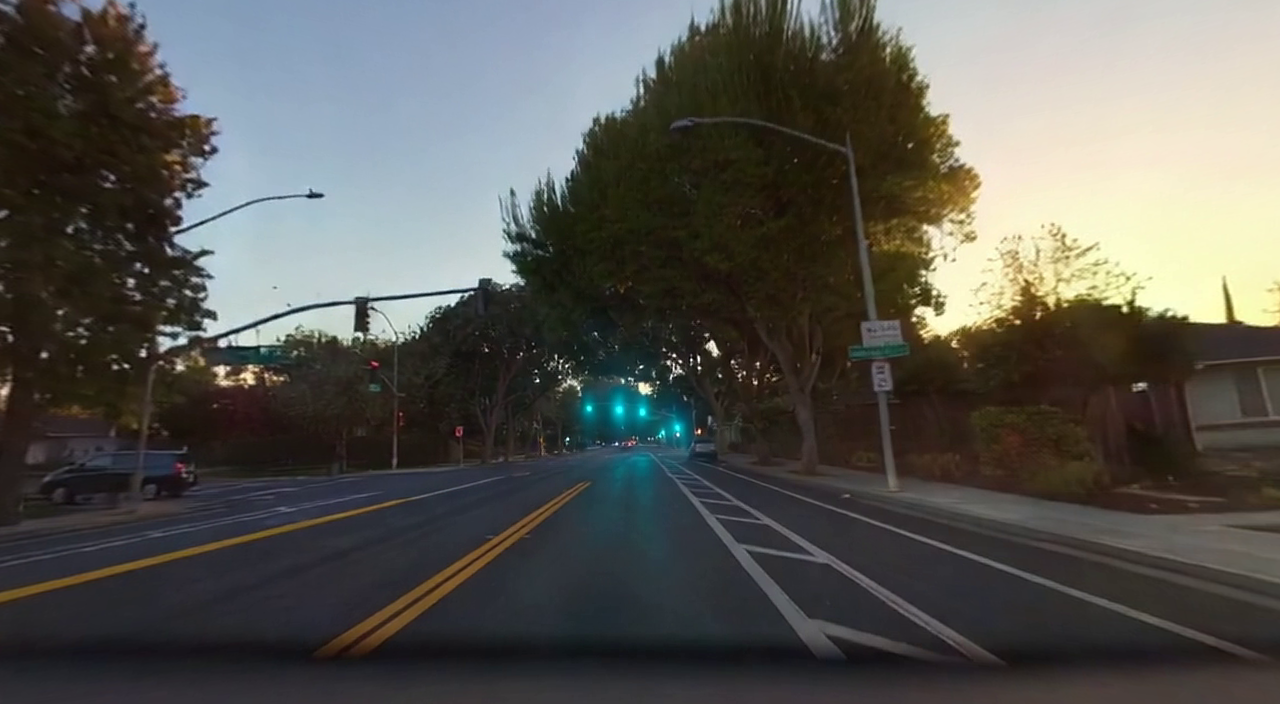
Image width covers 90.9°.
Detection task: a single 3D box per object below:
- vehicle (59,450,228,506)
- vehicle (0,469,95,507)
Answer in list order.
[{"bbox_3d":[-21.929,5.557,27.986,5.841,1.902,2.244,-5,-9,4],"label":"vehicle"},{"bbox_3d":[-27.763,6.048,28.150,4.696,1.518,2.224,0,-8,-2],"label":"vehicle"}]
